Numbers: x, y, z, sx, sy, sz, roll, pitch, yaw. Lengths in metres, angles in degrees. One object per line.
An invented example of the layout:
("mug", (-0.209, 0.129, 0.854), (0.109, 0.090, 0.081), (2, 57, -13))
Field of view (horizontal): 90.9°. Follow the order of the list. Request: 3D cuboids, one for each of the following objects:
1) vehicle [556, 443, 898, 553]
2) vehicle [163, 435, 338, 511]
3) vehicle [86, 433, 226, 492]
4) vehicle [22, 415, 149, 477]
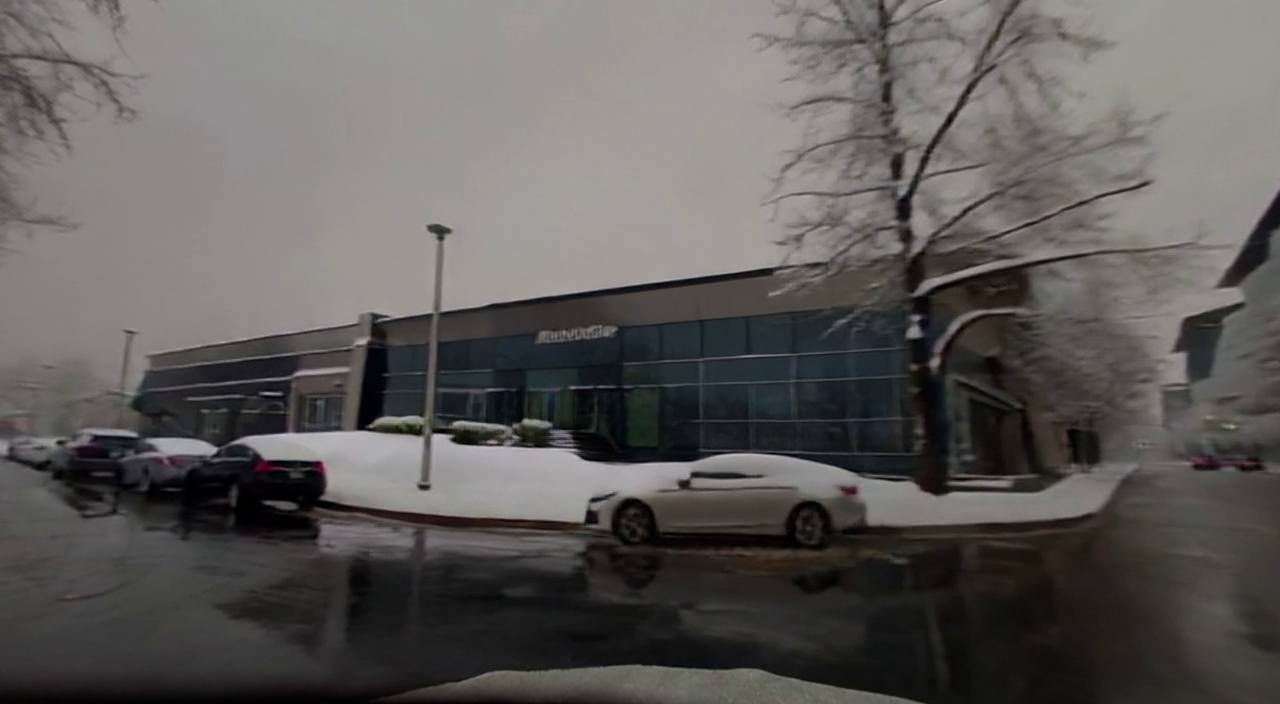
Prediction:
("vehicle", (1.214, 2.236, 9.876), (4.770, 1.448, 1.983), (1, -11, 0))
("vehicle", (-8.998, 2.742, 14.482), (4.118, 1.482, 1.889), (-7, -13, 36))
("vehicle", (-13.965, 3.169, 18.107), (4.498, 1.479, 1.815), (-7, -13, 35))
("vehicle", (-19.880, 3.410, 22.516), (4.898, 1.972, 2.242), (-7, -13, 37))
